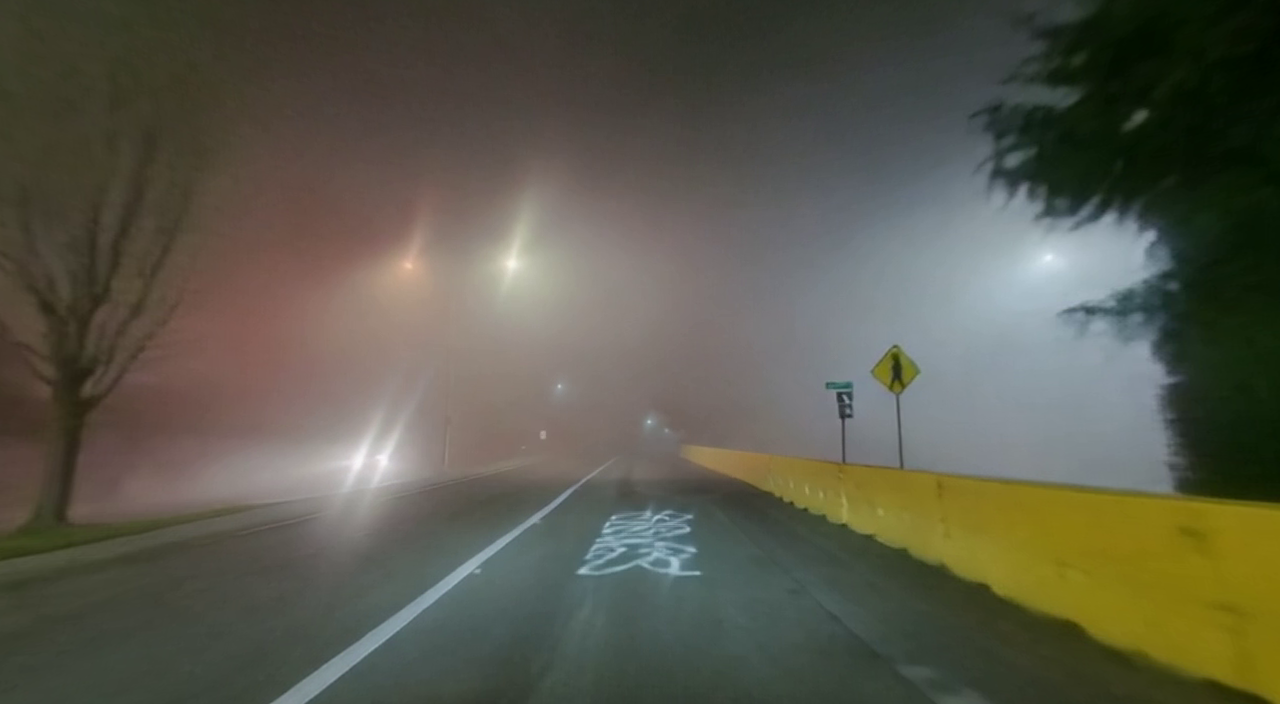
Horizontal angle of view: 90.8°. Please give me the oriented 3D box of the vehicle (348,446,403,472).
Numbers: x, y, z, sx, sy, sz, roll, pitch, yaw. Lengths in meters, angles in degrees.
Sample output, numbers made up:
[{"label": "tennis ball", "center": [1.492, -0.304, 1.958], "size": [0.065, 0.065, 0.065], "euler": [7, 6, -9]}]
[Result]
[{"label": "vehicle", "center": [-17.114, 6.906, 41.017], "size": [1.980, 1.575, 3.822], "euler": [0, -9, -1]}]
